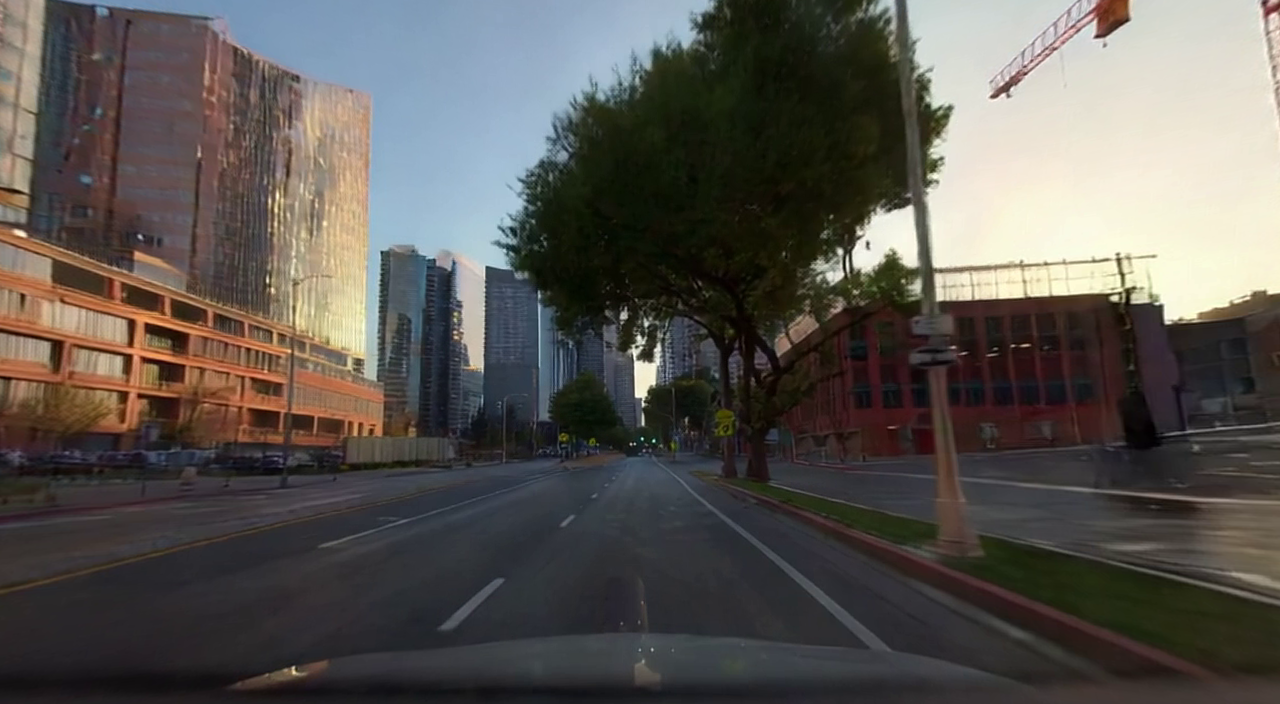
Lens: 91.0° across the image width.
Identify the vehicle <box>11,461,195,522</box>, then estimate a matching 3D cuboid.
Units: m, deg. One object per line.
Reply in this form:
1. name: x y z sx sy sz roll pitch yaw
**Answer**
1. vehicle: -16.957 4.380 20.273 1.921 1.541 4.541 -1 -8 0
